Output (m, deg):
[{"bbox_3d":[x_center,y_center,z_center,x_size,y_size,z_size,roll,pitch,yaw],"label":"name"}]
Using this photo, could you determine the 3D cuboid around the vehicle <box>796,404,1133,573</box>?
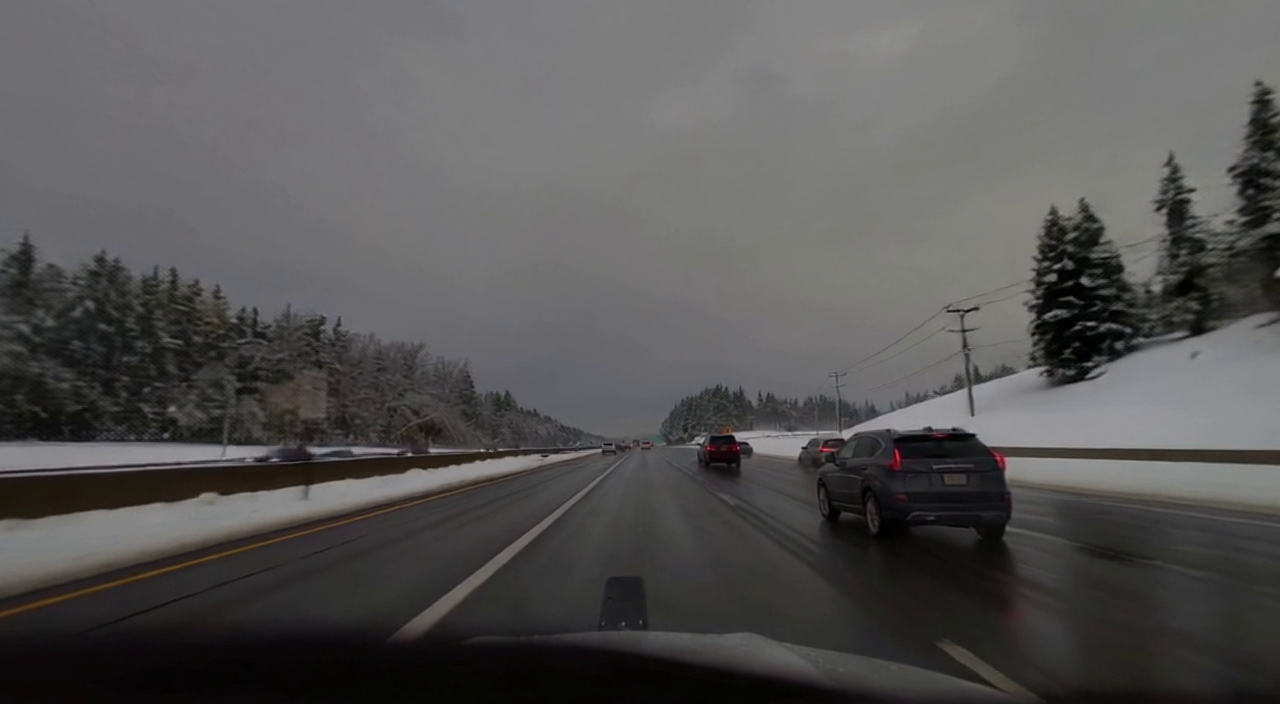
[{"bbox_3d":[3.773,1.677,8.538,2.146,1.639,4.475,0,-8,0],"label":"vehicle"}]

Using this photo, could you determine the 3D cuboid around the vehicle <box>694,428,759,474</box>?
[{"bbox_3d":[4.104,4.826,30.963,2.442,2.022,5.466,0,-8,0],"label":"vehicle"}]

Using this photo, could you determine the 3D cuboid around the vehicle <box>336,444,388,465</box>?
[{"bbox_3d":[-21.375,7.897,48.703,1.978,1.594,4.424,0,-9,0],"label":"vehicle"}]

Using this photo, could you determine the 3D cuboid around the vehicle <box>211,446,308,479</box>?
[{"bbox_3d":[-18.885,5.488,31.574,2.004,1.492,4.506,-1,-8,1],"label":"vehicle"}]

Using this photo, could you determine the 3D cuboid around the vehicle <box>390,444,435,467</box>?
[{"bbox_3d":[-16.209,7.376,45.062,1.966,1.509,3.808,0,-9,-3],"label":"vehicle"}]
